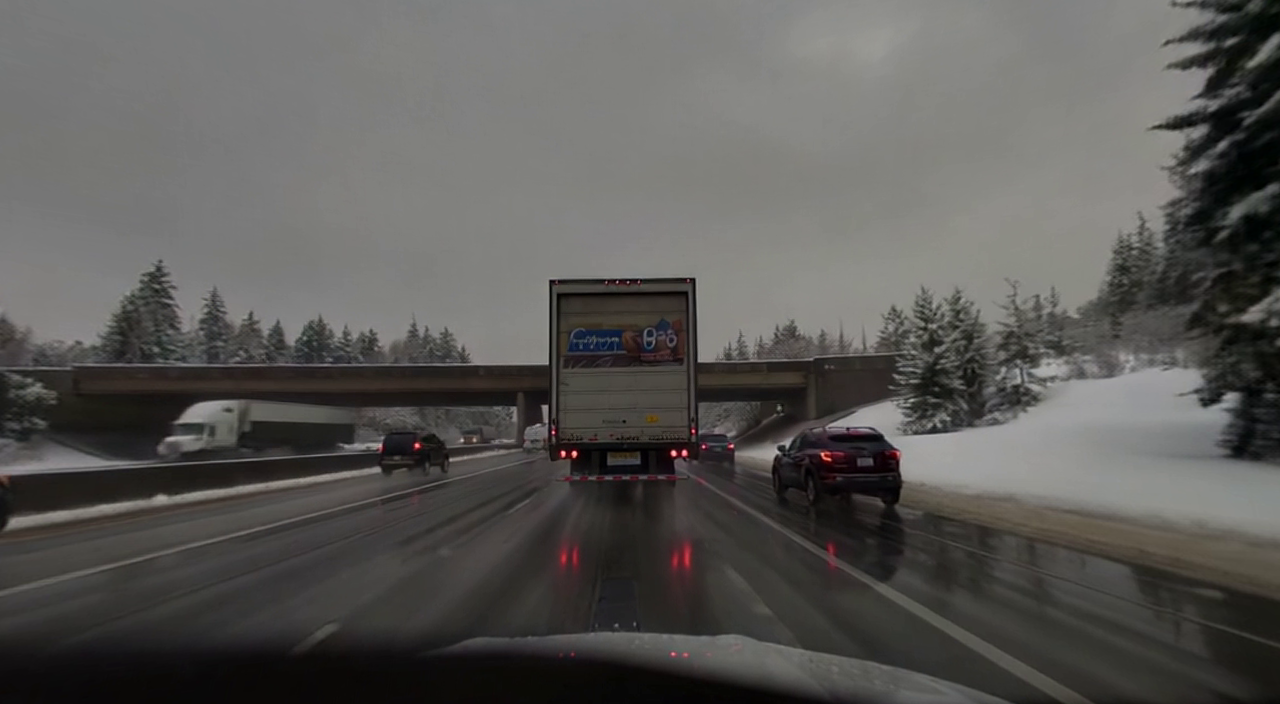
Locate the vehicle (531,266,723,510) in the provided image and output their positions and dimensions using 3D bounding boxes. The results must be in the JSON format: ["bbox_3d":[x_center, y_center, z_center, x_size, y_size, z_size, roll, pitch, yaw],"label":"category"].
[{"bbox_3d":[-0.336,1.179,14.677,2.911,3.787,9.905,0,-8,-2],"label":"vehicle"}]

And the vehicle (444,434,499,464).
[{"bbox_3d":[-8.663,4.990,32.579,1.845,1.488,3.656,0,-8,0],"label":"vehicle"}]

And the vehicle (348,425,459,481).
[{"bbox_3d":[-7.883,3.396,21.495,2.057,1.698,4.550,0,-8,0],"label":"vehicle"}]

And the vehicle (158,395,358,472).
[{"bbox_3d":[-23.851,5.420,41.507,2.978,4.017,16.640,0,-8,0],"label":"vehicle"}]

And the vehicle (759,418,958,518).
[{"bbox_3d":[3.809,2.096,12.015,2.003,1.519,4.580,0,-8,-2],"label":"vehicle"}]
